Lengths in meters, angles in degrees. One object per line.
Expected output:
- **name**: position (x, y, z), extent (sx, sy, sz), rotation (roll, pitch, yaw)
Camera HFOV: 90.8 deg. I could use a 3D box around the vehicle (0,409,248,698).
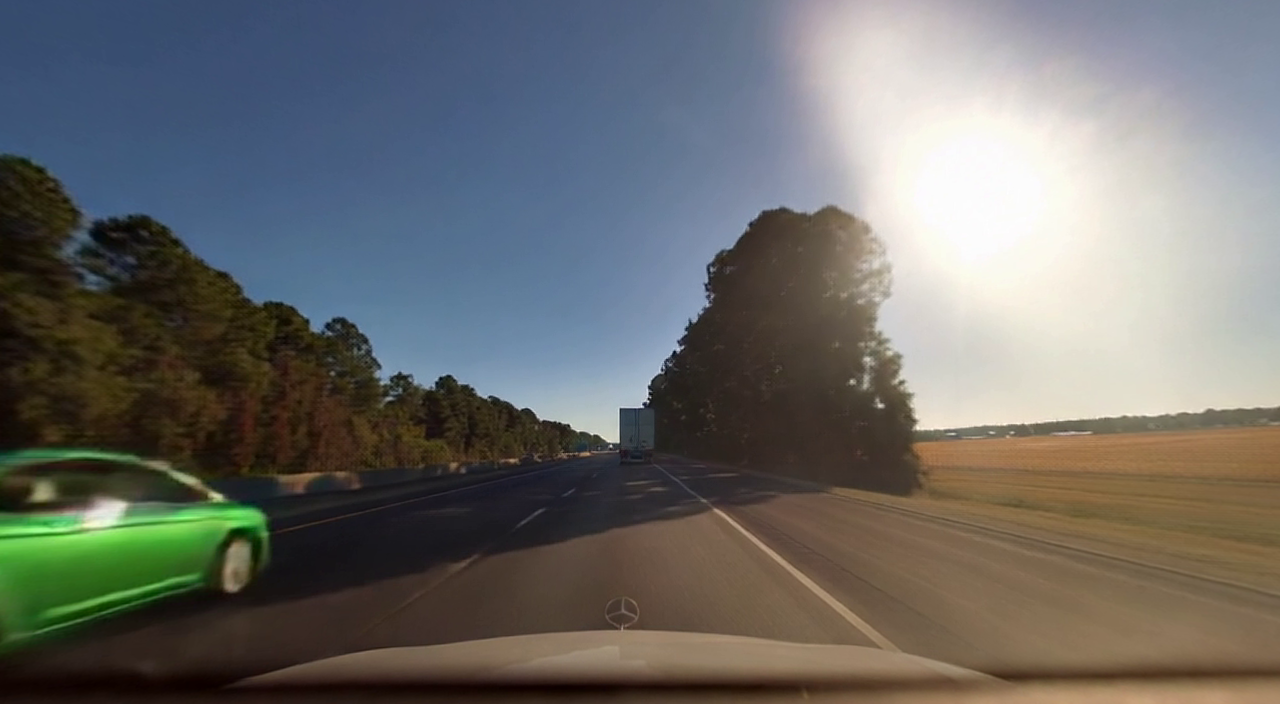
- **vehicle**: position (-4.319, 1.071, 3.400), extent (1.937, 1.493, 3.779), rotation (0, -9, 0)
